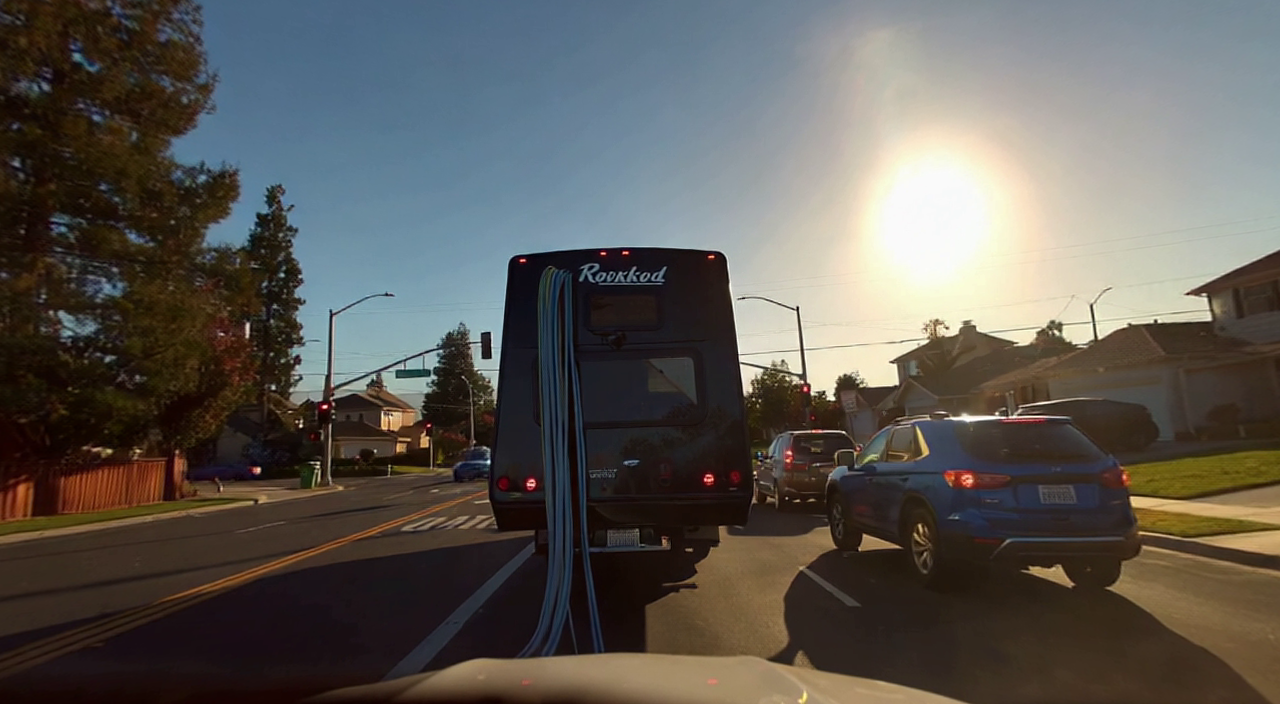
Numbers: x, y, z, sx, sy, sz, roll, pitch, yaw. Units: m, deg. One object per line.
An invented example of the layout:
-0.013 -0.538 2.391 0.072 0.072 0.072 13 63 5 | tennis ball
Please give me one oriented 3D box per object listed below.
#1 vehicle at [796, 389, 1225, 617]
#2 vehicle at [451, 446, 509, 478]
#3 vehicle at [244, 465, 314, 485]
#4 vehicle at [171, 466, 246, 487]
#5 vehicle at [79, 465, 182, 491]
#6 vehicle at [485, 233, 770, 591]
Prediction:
3.409 1.489 7.136 2.104 1.735 4.408 0 -9 0 | vehicle
-9.076 6.273 36.328 2.110 1.713 4.449 0 -9 1 | vehicle
-27.435 9.362 48.125 4.187 1.445 1.809 0 -9 0 | vehicle
-32.697 9.409 47.957 4.311 1.458 1.707 0 -9 -2 | vehicle
-33.442 8.262 41.555 4.954 1.506 2.014 0 -9 -2 | vehicle
-0.117 1.128 10.308 2.709 3.511 8.213 0 -9 0 | vehicle
